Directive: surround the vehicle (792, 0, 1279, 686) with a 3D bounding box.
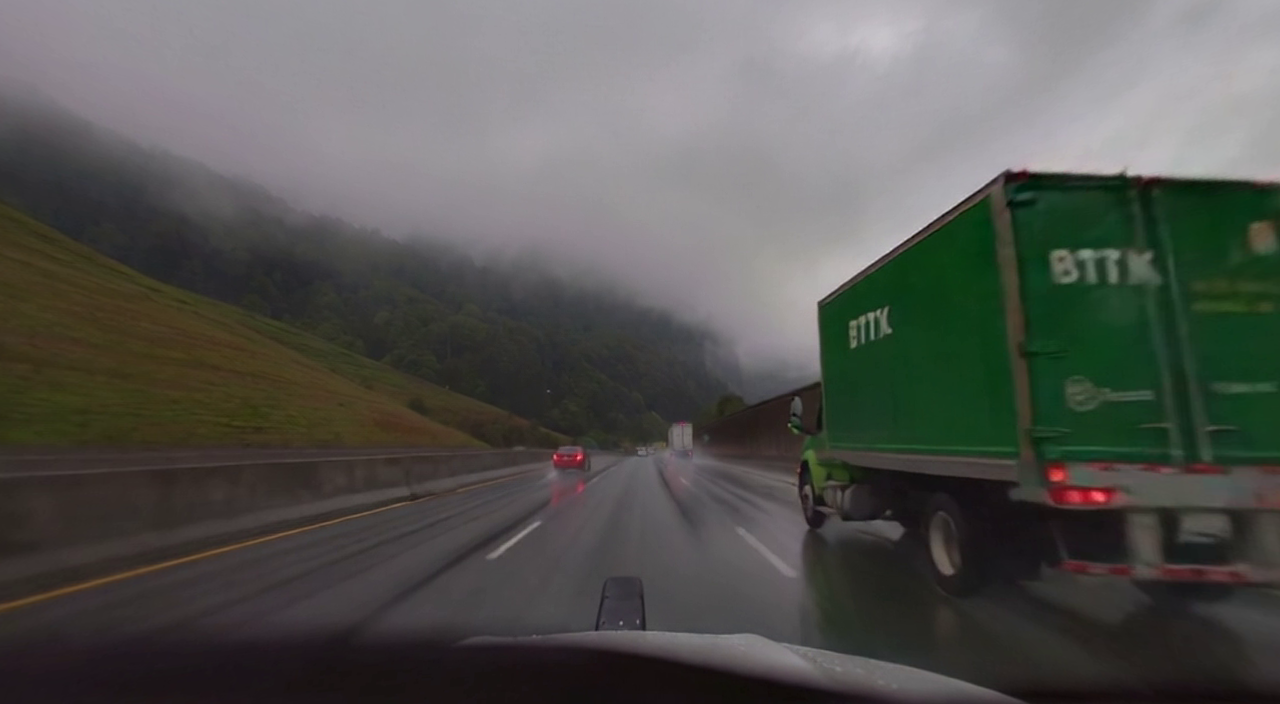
[{"bbox_3d":[3.999,0.249,6.758,2.999,4.023,6.337,0,-9,-1],"label":"vehicle"}]

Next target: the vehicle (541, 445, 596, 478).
[{"bbox_3d":[-3.521,5.524,32.066,2.060,1.475,5.314,0,-9,1],"label":"vehicle"}]
